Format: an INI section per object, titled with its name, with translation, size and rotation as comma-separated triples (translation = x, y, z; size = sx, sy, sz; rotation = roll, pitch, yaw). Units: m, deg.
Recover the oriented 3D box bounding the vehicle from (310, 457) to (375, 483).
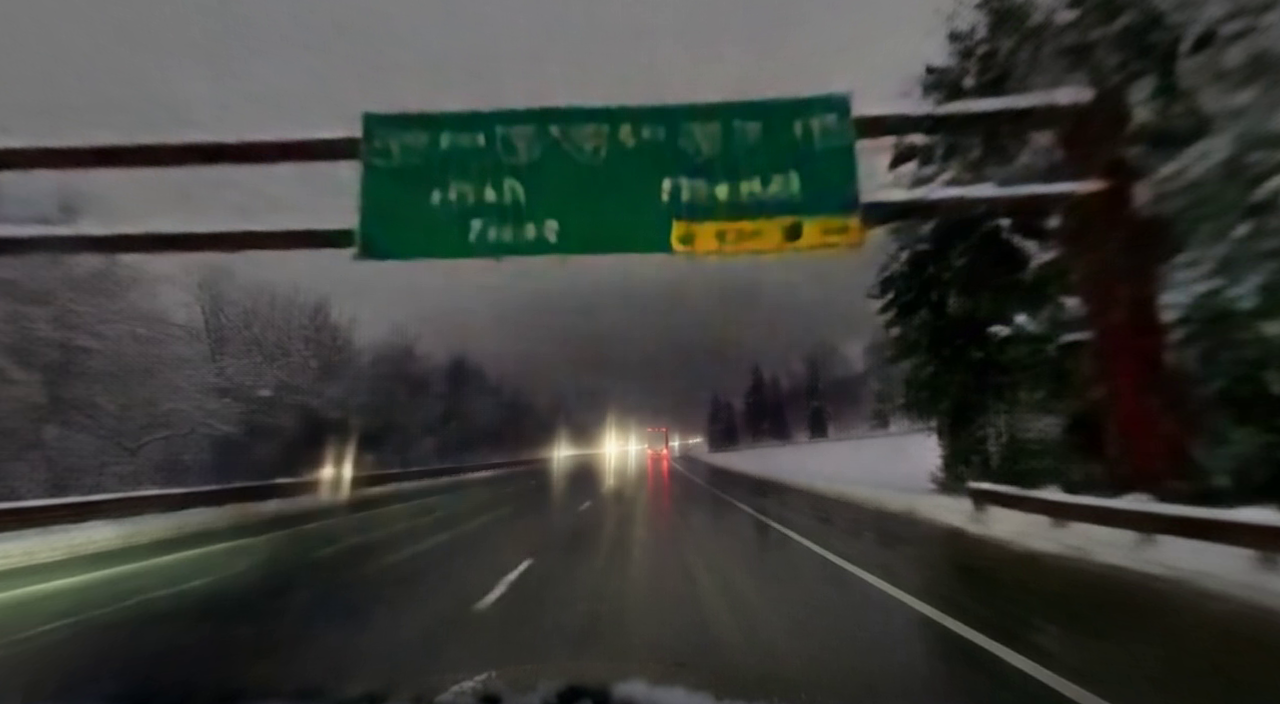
[vehicle]
translation = -19.088, 7.569, 40.418
size = 1.859, 1.478, 4.539
rotation = 0, -9, 2
